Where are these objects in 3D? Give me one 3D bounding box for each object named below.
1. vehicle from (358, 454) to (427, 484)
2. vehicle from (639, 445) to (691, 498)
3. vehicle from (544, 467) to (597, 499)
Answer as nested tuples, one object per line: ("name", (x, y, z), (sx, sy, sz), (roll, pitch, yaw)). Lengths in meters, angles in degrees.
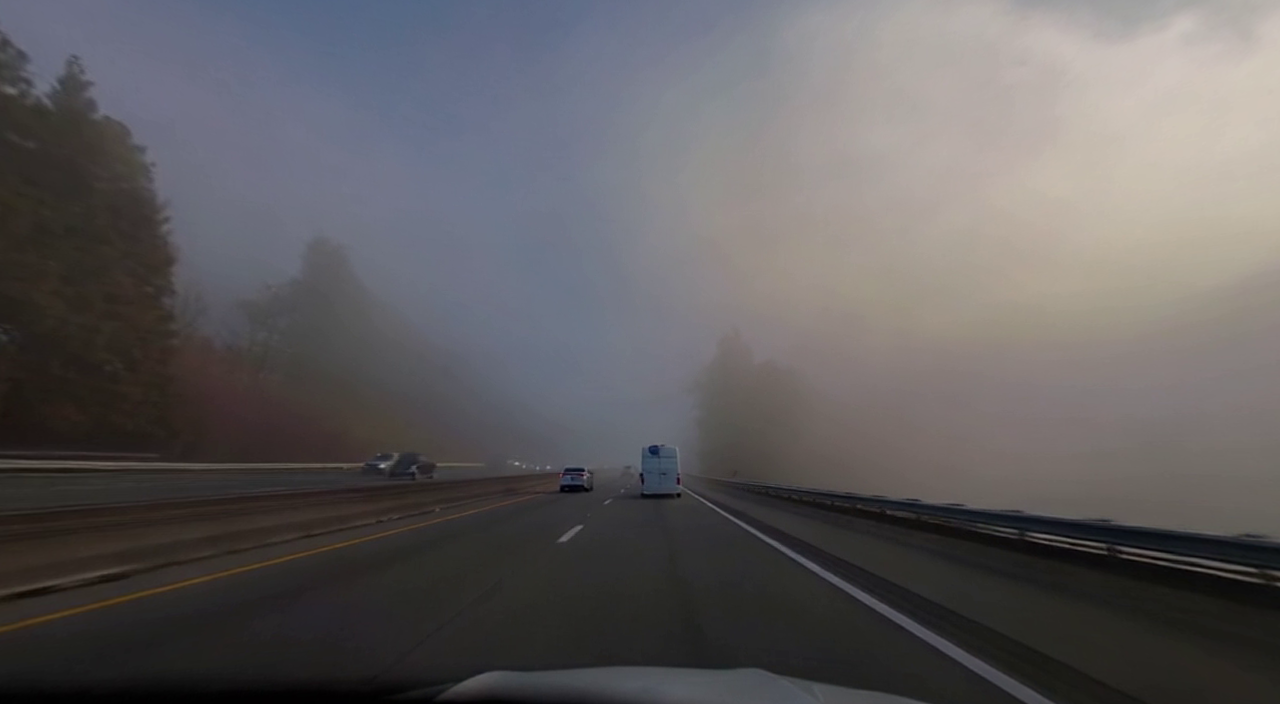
("vehicle", (-13.014, 6.218, 33.454), (1.800, 1.437, 4.400), (1, -10, 1))
("vehicle", (1.218, 6.372, 33.759), (2.482, 2.549, 5.447), (1, -10, -1))
("vehicle", (-3.525, 6.741, 32.668), (2.128, 1.491, 4.508), (0, -10, 1))
